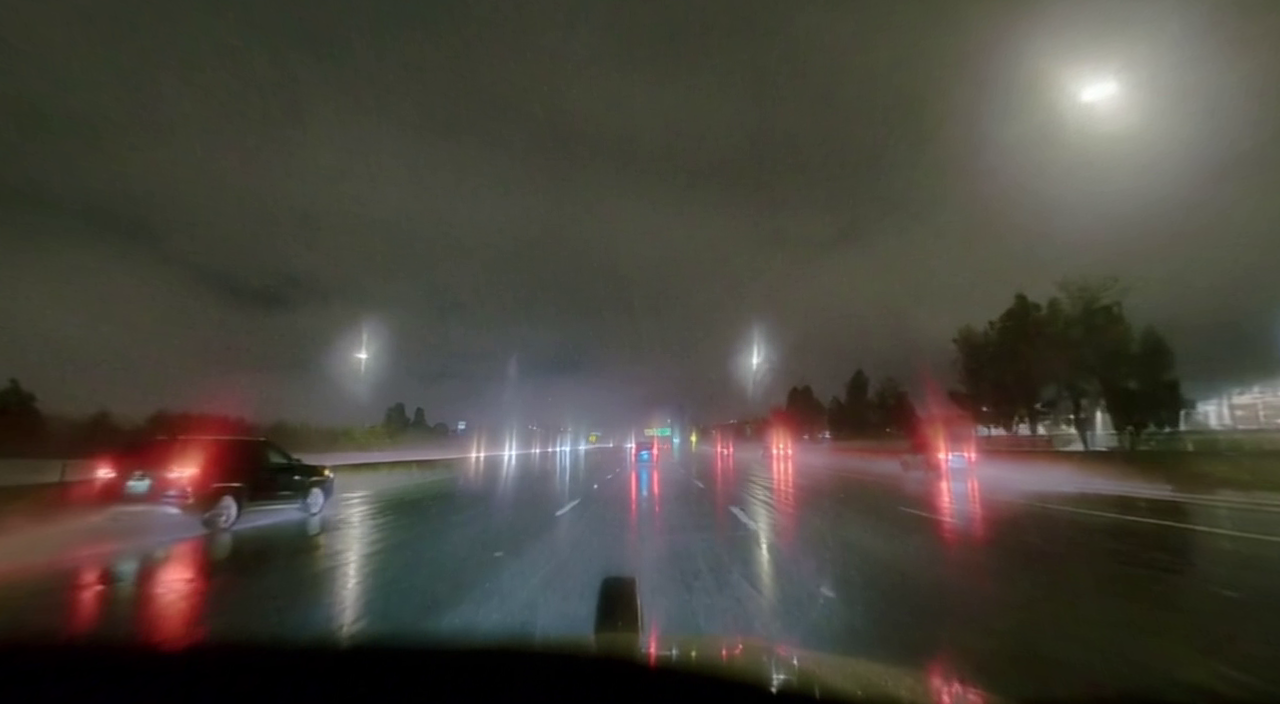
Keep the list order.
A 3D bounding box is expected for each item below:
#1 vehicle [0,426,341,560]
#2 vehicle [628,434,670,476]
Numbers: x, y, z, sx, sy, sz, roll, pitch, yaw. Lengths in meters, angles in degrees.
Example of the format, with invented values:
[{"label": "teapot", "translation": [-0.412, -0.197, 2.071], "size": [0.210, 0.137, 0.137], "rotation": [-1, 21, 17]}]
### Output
[{"label": "vehicle", "translation": [-6.599, 1.965, 9.548], "size": [1.967, 1.538, 4.295], "rotation": [0, -8, 1]}, {"label": "vehicle", "translation": [0.441, 4.937, 30.509], "size": [1.893, 1.827, 4.513], "rotation": [0, -8, 1]}]
